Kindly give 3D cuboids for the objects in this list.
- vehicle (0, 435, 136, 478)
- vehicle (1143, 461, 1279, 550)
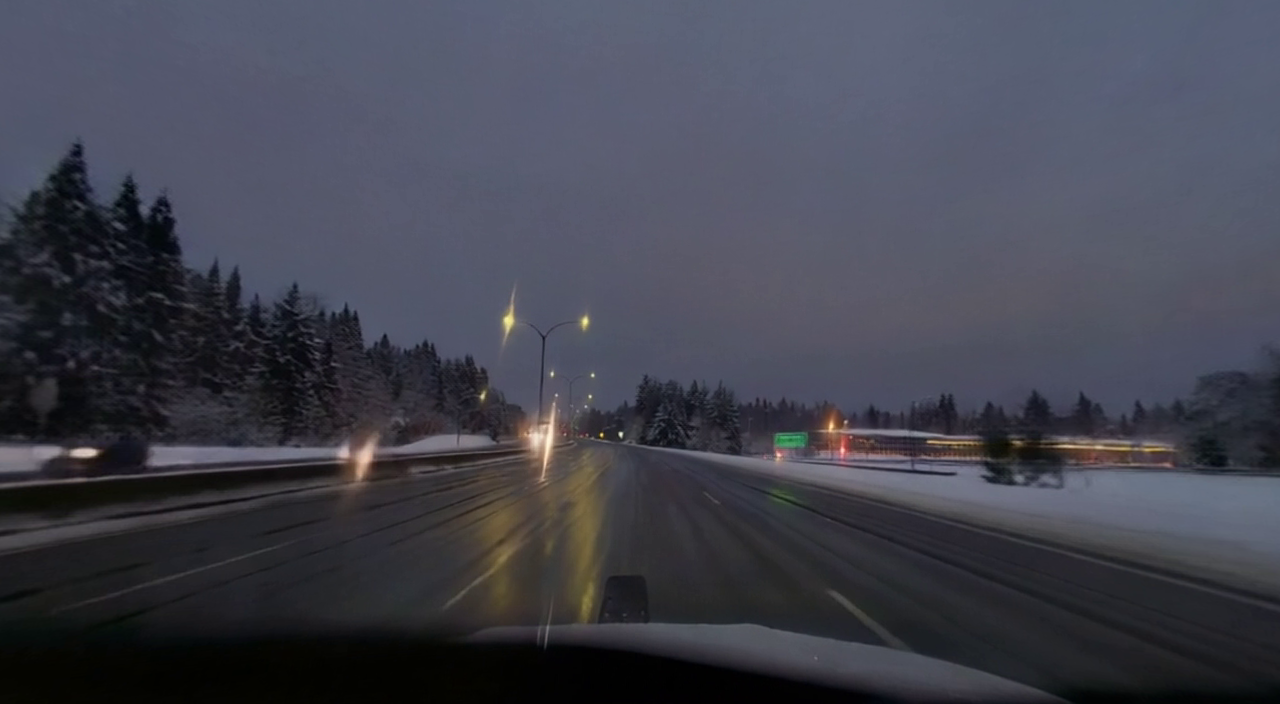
[{"bbox_3d":[-22.825,4.129,25.175,1.872,1.528,4.287,0,-8,-1],"label":"vehicle"},{"bbox_3d":[9.414,2.034,8.059,2.635,1.057,4.249,2,-8,3],"label":"vehicle"}]
